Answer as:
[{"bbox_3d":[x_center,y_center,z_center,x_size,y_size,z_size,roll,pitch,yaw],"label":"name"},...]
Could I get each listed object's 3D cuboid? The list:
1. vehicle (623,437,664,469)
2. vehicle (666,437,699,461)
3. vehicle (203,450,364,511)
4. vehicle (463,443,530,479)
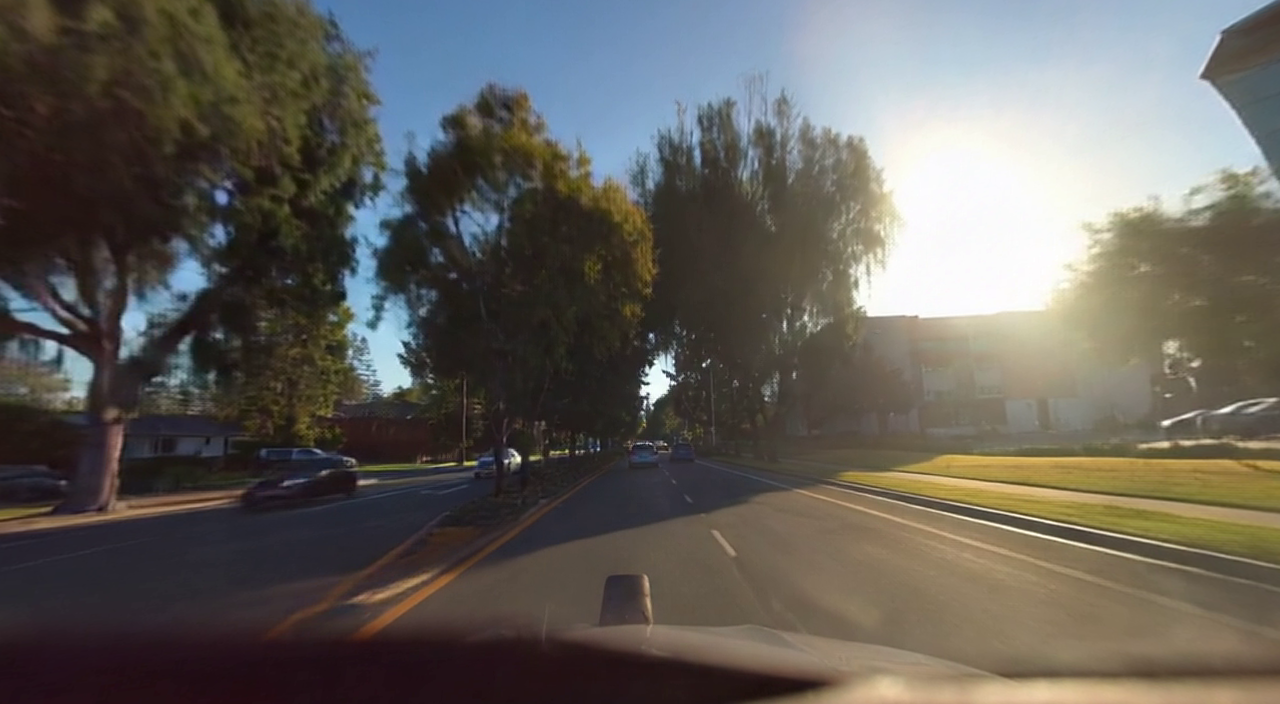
[{"bbox_3d":[0.159,5.572,34.886,2.109,1.612,3.963,0,-8,-1],"label":"vehicle"},{"bbox_3d":[3.248,7.523,48.976,2.189,1.766,4.495,0,-8,0],"label":"vehicle"},{"bbox_3d":[-10.048,3.607,18.307,1.932,1.484,4.683,0,-8,0],"label":"vehicle"},{"bbox_3d":[-6.481,4.944,28.995,2.020,1.512,4.296,0,-8,1],"label":"vehicle"}]
